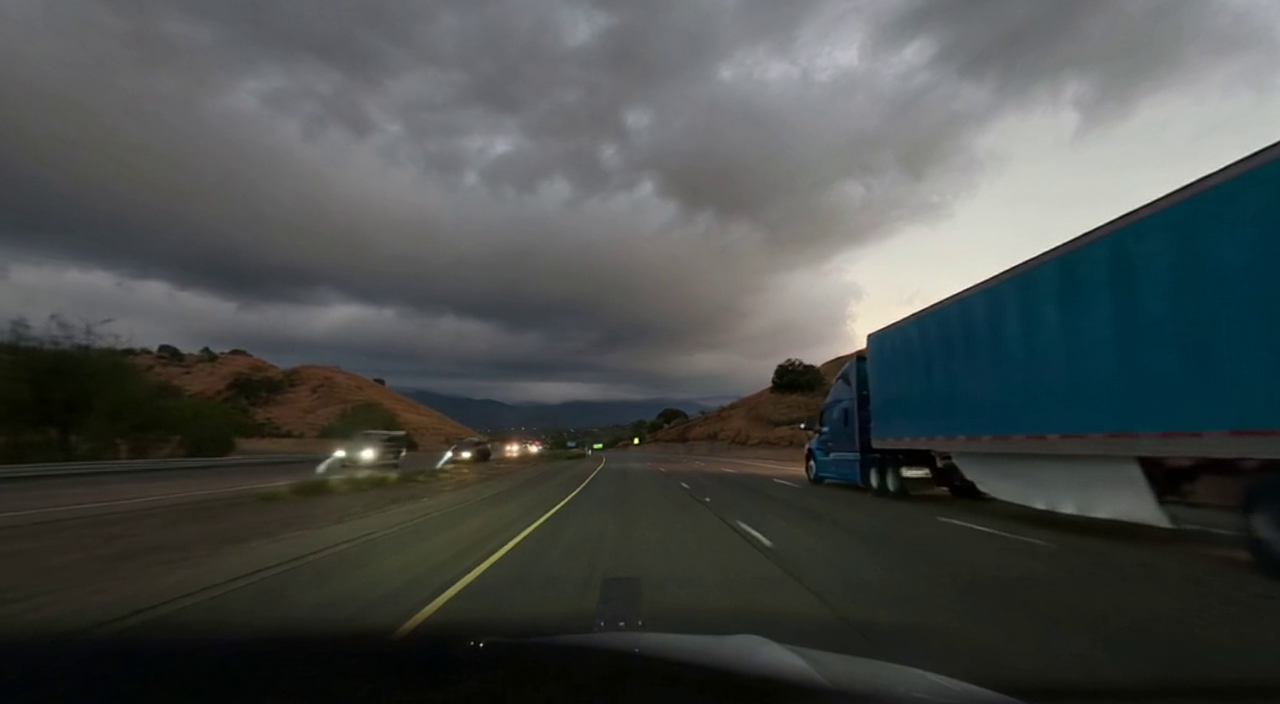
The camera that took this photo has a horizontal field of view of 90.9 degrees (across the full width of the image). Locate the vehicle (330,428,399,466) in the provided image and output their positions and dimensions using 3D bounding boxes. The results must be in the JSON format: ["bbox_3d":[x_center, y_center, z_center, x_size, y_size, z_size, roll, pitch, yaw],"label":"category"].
[{"bbox_3d":[-19.402,6.741,44.797,2.356,2.463,5.796,0,-8,-2],"label":"vehicle"}]

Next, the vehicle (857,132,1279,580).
[{"bbox_3d":[7.487,0.493,9.093,2.923,4.182,16.345,0,-8,0],"label":"vehicle"}]
